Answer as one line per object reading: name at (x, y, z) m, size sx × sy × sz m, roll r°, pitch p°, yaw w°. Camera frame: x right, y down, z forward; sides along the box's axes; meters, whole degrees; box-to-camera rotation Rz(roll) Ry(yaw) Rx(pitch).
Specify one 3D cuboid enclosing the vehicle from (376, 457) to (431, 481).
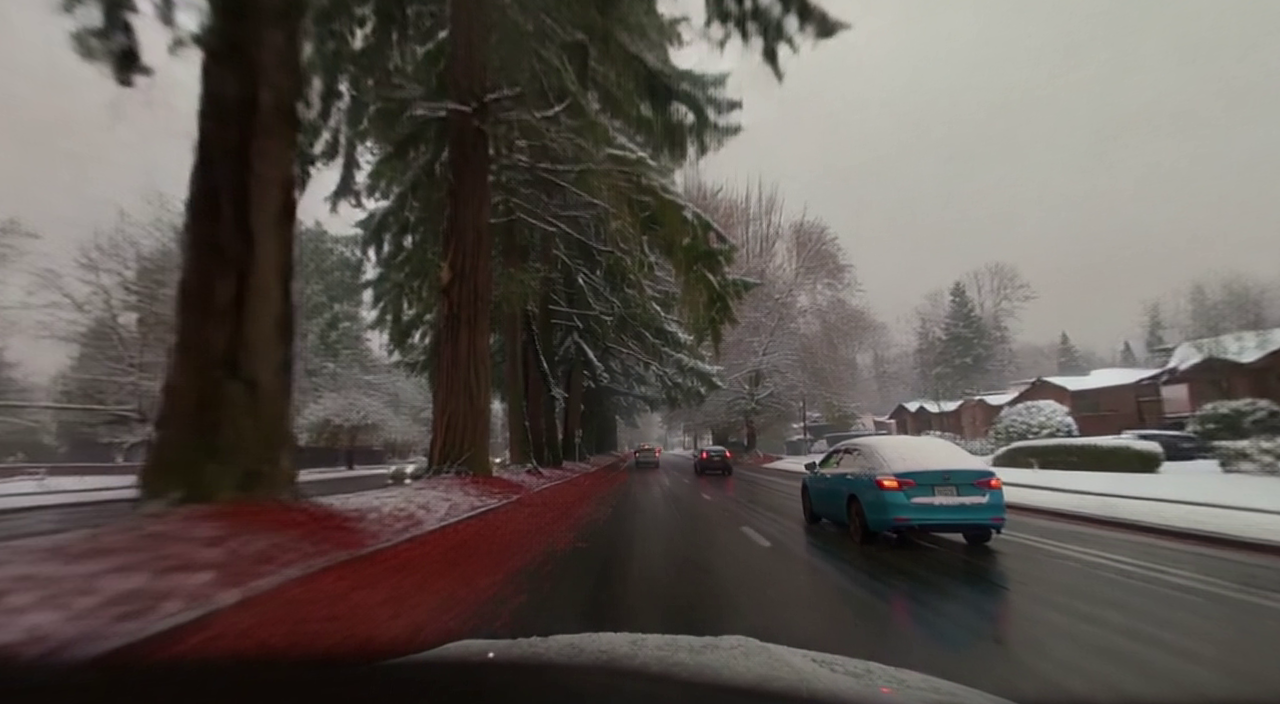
vehicle at (-15.920, 7.860, 42.807) m, size 1.855 × 1.449 × 4.662 m, roll 0°, pitch -9°, yaw 1°

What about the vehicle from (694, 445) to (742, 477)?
vehicle at (4.281, 6.029, 35.211) m, size 2.074 × 1.652 × 4.340 m, roll 0°, pitch -9°, yaw 0°

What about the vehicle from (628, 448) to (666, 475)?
vehicle at (0.398, 6.430, 37.241) m, size 2.082 × 1.473 × 4.028 m, roll 0°, pitch -9°, yaw 0°

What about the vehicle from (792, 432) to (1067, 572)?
vehicle at (3.711, 1.973, 9.113) m, size 1.985 × 1.529 × 4.147 m, roll 0°, pitch -9°, yaw 0°
